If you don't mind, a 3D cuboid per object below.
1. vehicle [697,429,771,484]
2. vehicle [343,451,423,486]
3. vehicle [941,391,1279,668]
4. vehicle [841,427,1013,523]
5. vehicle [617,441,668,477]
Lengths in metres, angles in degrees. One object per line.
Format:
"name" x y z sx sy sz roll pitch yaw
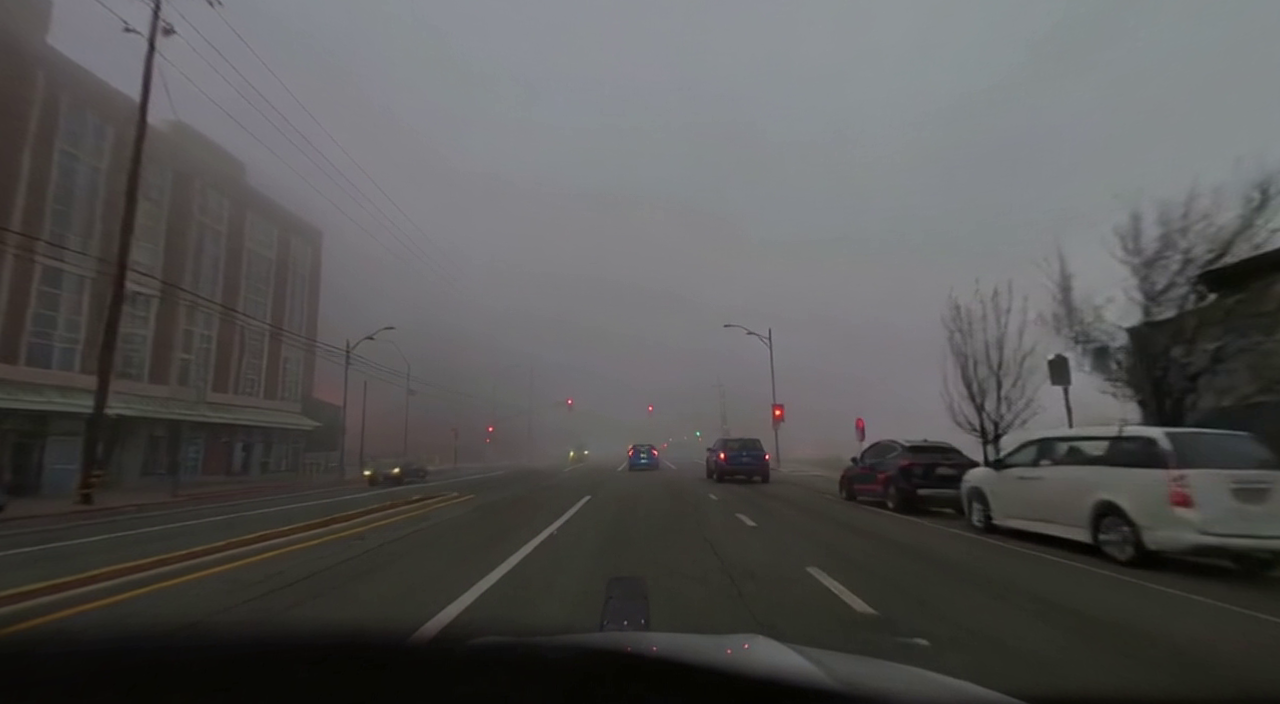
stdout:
"vehicle" 3.611 4.119 25.074 2.159 1.938 4.836 0 -9 0
"vehicle" -12.299 5.578 30.509 2.023 1.496 4.529 0 -9 -1
"vehicle" 6.805 1.795 8.477 2.440 2.204 6.276 -7 -6 2
"vehicle" 6.717 2.935 15.491 2.056 1.877 4.597 -3 -9 1
"vehicle" 0.145 5.064 30.008 2.245 1.587 4.094 0 -9 1
